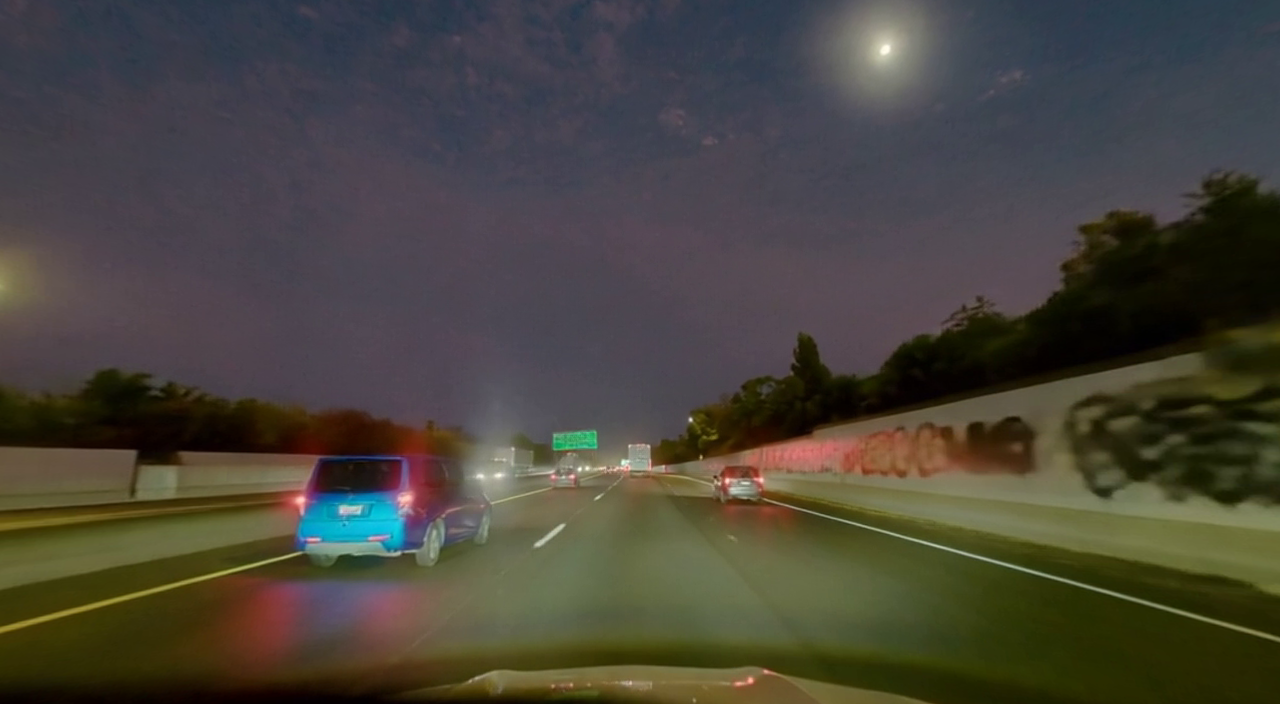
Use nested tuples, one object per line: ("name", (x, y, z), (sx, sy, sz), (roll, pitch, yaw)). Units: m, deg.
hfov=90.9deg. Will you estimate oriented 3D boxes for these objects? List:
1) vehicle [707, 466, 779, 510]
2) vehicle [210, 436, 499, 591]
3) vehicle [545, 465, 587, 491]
("vehicle", (3.747, 5.040, 23.704), (1.917, 1.458, 4.199), (1, -10, -1))
("vehicle", (-3.551, 2.137, 9.021), (2.004, 1.610, 4.508), (1, -10, 0))
("vehicle", (-4.405, 7.559, 37.959), (2.054, 1.443, 4.131), (1, -10, 0))
